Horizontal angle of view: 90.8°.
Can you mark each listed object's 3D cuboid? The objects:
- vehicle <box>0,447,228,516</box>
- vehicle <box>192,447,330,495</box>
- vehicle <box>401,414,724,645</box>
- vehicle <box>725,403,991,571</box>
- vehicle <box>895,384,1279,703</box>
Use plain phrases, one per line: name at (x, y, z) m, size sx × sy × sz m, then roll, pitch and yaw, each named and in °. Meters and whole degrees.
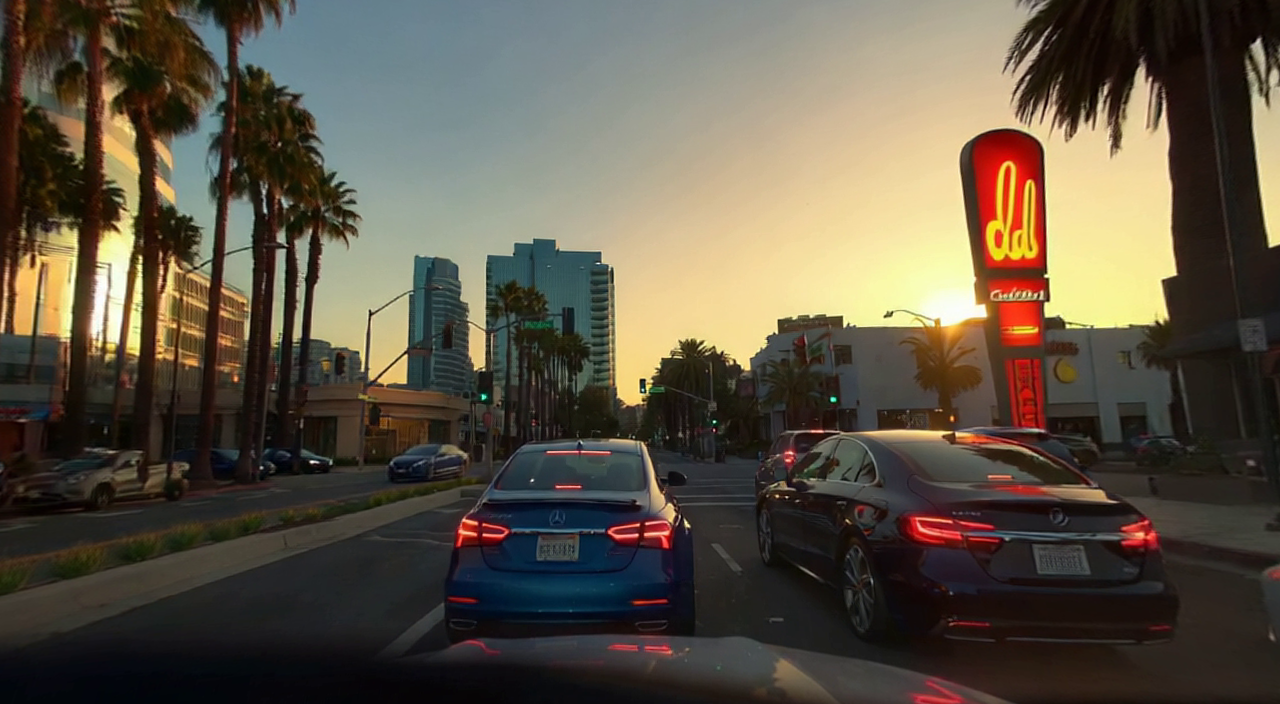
vehicle at (-12.849, 3.136, 15.934) m, size 1.870 × 1.475 × 4.531 m, roll 0°, pitch -9°, yaw 0°
vehicle at (-12.857, 4.022, 21.867) m, size 1.856 × 1.455 × 4.700 m, roll 0°, pitch -9°, yaw 1°
vehicle at (-0.516, 1.467, 6.229) m, size 2.096 × 1.492 × 4.071 m, roll 0°, pitch -9°, yaw 0°
vehicle at (2.633, 1.768, 9.037) m, size 2.096 × 1.775 × 4.440 m, roll 0°, pitch -9°, yaw -2°
vehicle at (2.603, 0.811, 1.486) m, size 2.085 × 1.469 × 4.458 m, roll 0°, pitch -9°, yaw -1°
